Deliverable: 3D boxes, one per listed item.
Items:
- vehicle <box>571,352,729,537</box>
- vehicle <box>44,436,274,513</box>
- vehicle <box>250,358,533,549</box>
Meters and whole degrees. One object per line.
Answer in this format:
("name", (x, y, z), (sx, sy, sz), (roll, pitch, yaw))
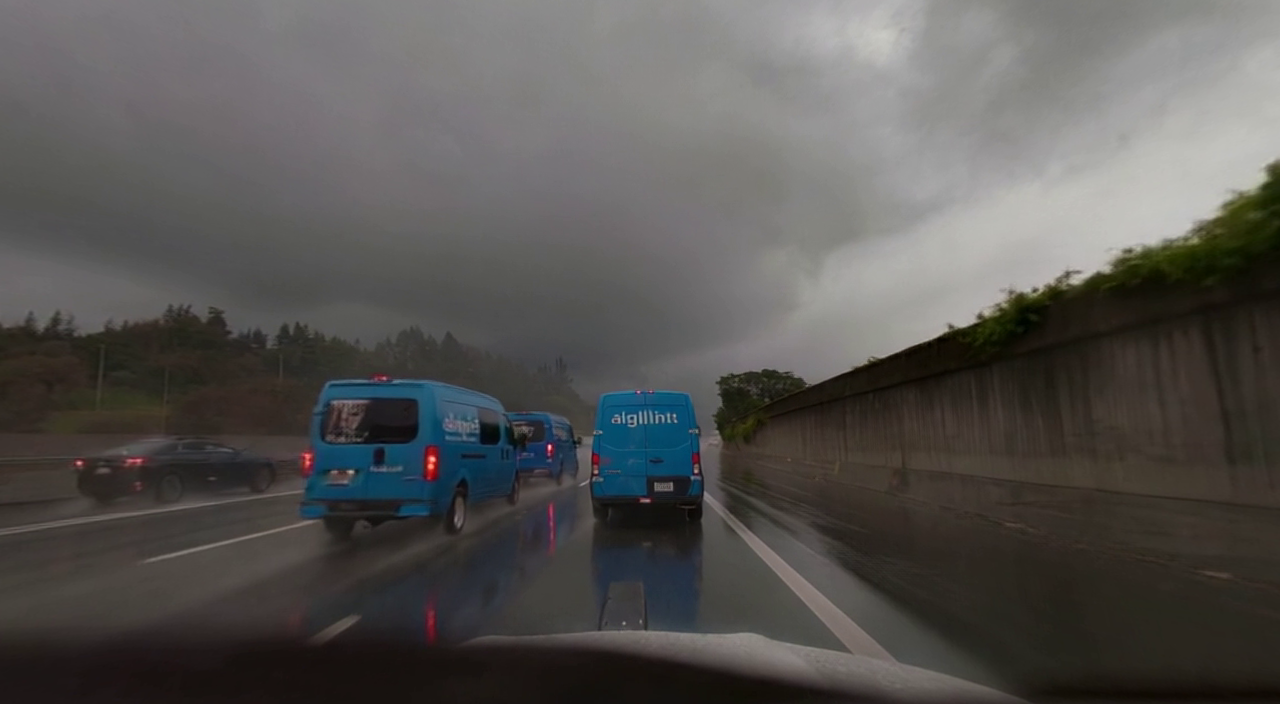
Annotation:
("vehicle", (0.155, 1.824, 12.576), (2.316, 2.738, 6.398), (0, -9, 0))
("vehicle", (-11.038, 2.814, 15.000), (1.839, 1.524, 4.449), (0, -8, 2))
("vehicle", (-3.635, 1.691, 10.871), (2.729, 2.439, 5.418), (0, -8, -1))
